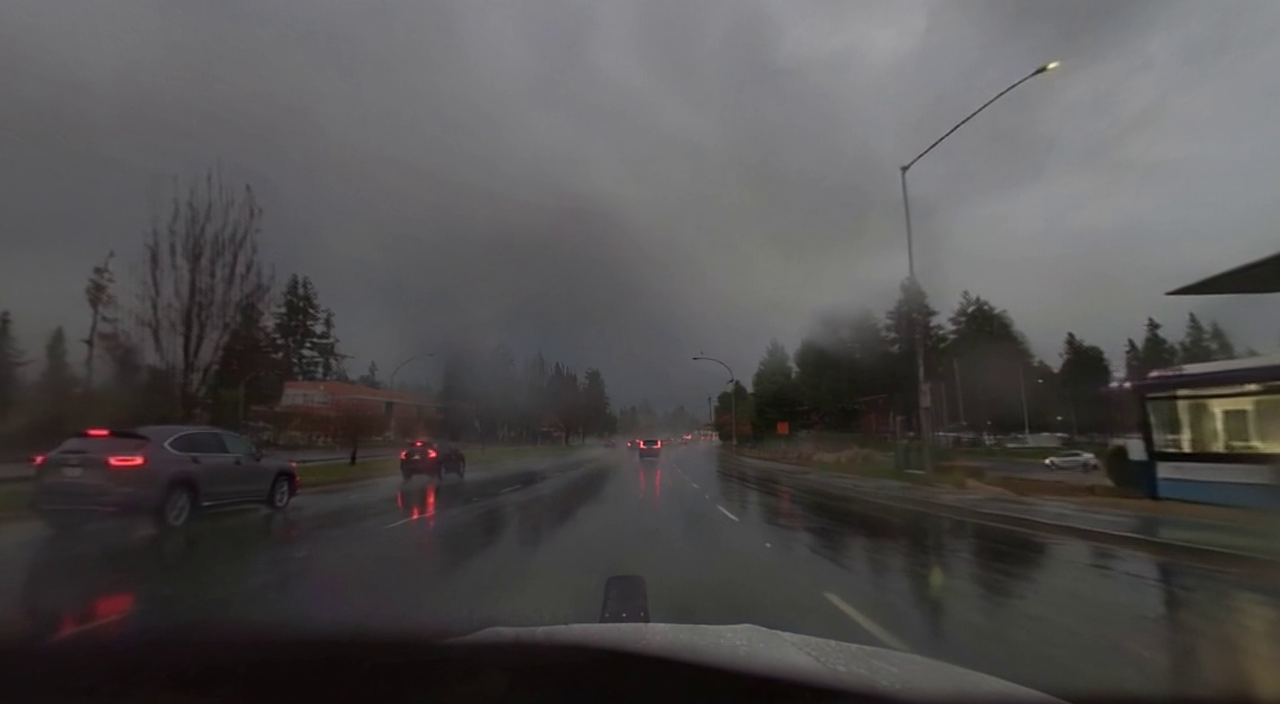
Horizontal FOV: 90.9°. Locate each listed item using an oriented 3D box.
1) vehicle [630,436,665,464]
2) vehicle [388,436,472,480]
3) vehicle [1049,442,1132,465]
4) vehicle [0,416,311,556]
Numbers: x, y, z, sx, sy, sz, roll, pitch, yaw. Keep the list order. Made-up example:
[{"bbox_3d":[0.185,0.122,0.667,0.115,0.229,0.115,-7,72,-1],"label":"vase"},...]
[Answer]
[{"bbox_3d":[0.560,6.895,44.495,2.345,1.803,4.261,0,-8,2],"label":"vehicle"},{"bbox_3d":[-9.223,4.674,28.191,2.097,1.782,4.682,0,-8,1],"label":"vehicle"},{"bbox_3d":[31.779,7.146,44.684,1.966,1.494,4.685,1,-8,-8],"label":"vehicle"},{"bbox_3d":[-7.742,2.022,10.261,2.181,1.728,4.515,0,-8,2],"label":"vehicle"}]
